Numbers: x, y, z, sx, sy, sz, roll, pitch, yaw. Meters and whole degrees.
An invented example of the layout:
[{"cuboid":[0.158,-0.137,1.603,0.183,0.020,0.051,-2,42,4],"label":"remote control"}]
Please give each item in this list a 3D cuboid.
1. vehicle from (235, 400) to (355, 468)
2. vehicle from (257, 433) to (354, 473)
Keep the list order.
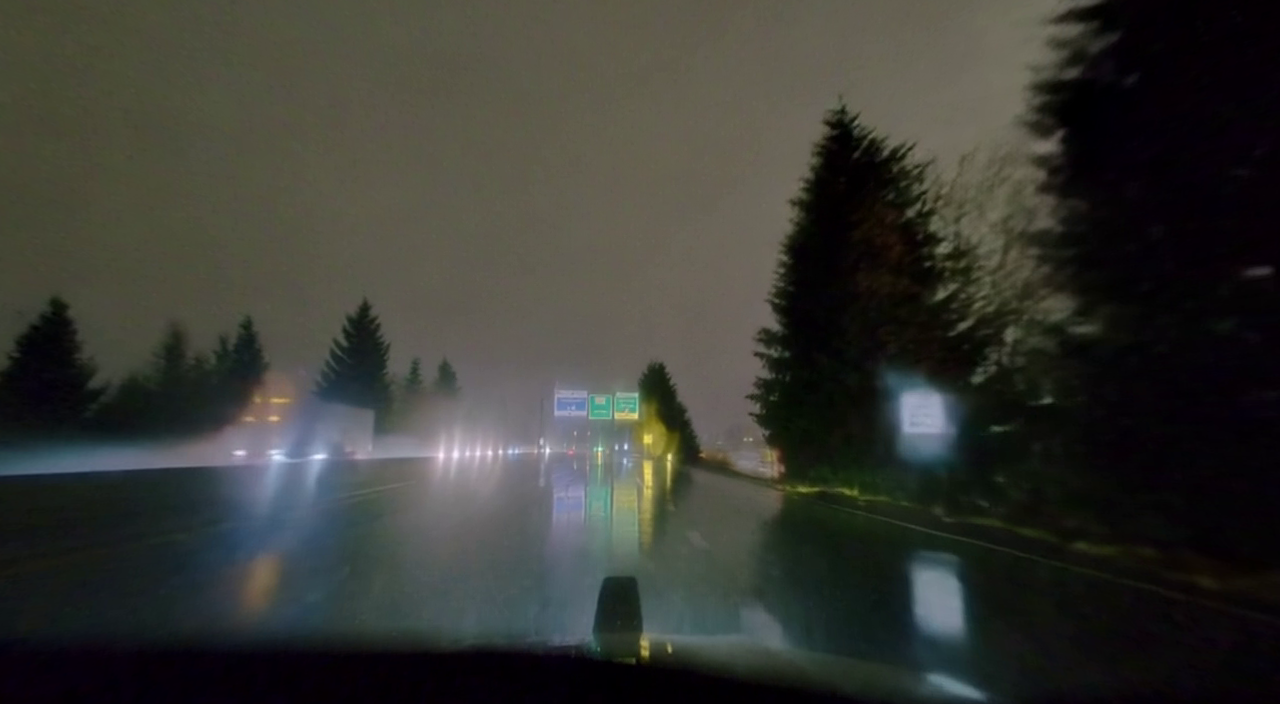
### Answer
[{"cuboid":[-19.511,4.784,36.187,2.753,3.469,7.747,0,-9,-3],"label":"vehicle"},{"cuboid":[-14.492,4.403,27.438,1.939,1.554,4.335,0,-9,-2],"label":"vehicle"}]
